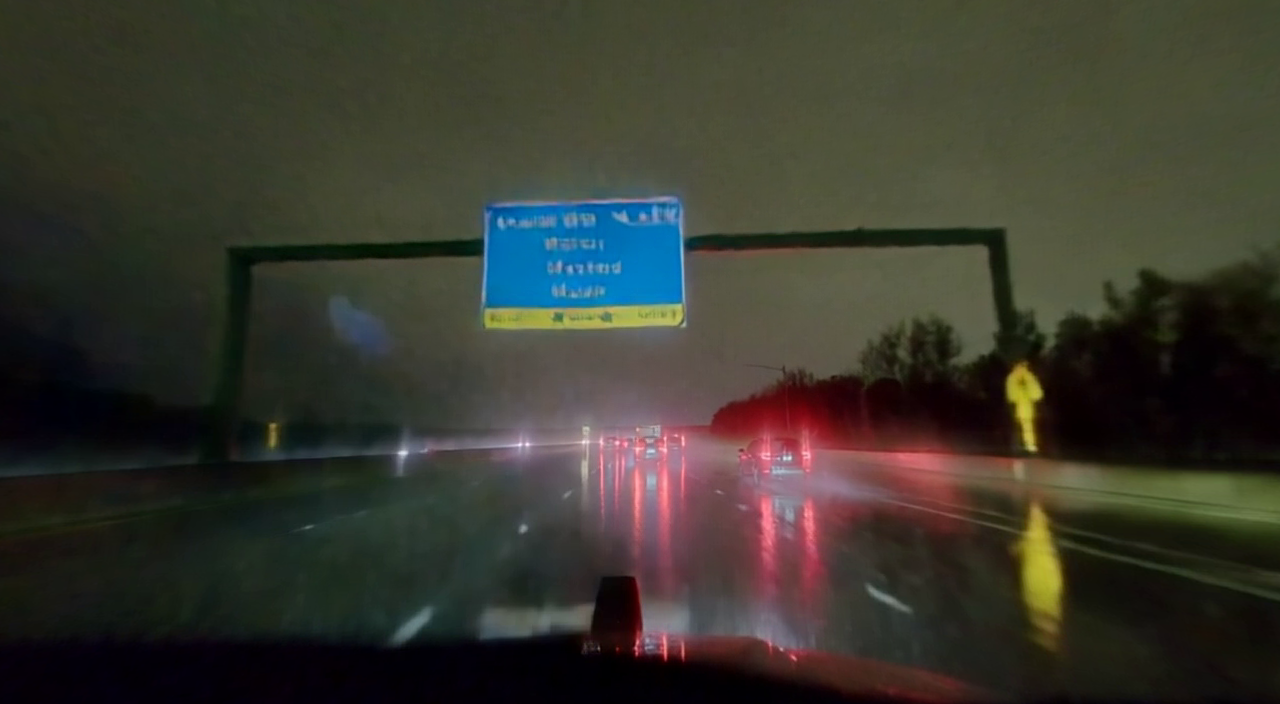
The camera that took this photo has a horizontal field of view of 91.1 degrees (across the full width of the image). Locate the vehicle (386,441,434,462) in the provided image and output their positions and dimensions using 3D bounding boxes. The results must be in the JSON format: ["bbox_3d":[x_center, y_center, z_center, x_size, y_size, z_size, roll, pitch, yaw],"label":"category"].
[{"bbox_3d":[-18.055,7.812,49.498,1.997,1.480,4.709,0,-8,0],"label":"vehicle"}]

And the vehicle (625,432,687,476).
[{"bbox_3d":[0.506,3.728,23.281,2.046,1.467,3.844,0,-8,-2],"label":"vehicle"}]
